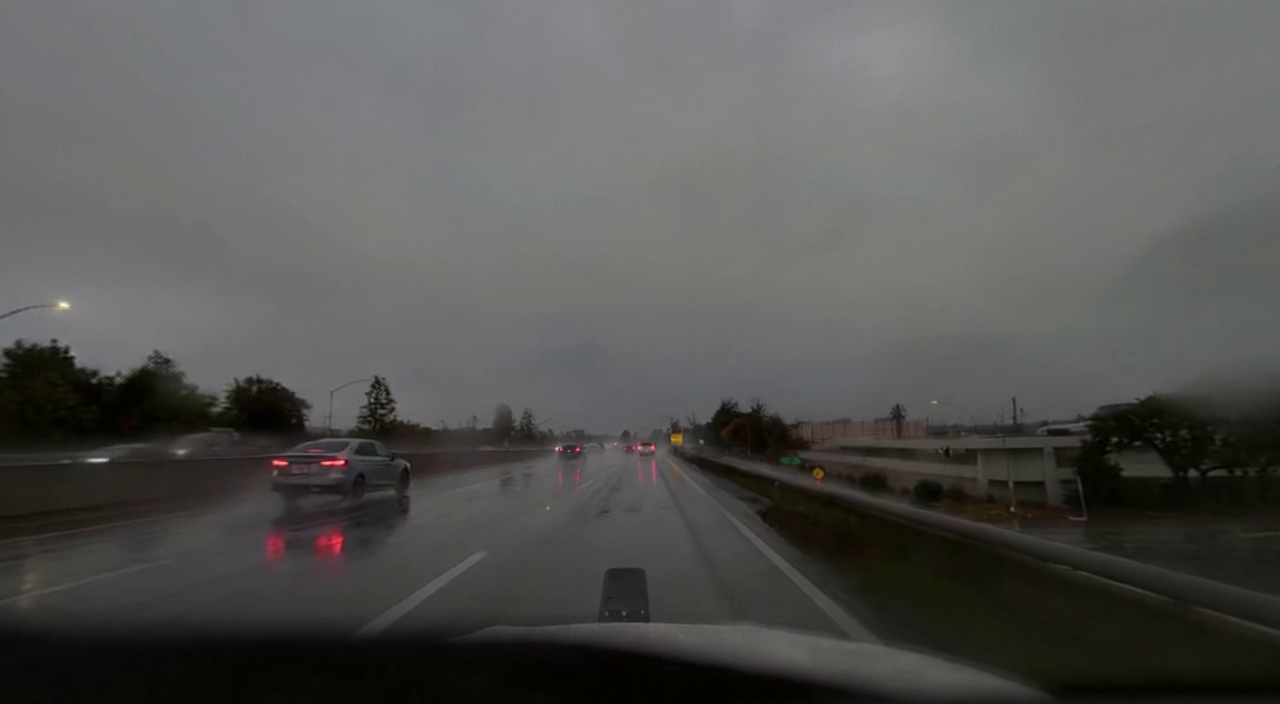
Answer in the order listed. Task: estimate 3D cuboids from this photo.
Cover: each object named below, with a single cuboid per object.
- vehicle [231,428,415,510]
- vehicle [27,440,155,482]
[{"bbox_3d":[-7.322,2.744,15.243,2.088,1.678,4.426,0,-8,1],"label":"vehicle"},{"bbox_3d":[-28.485,5.650,33.029,2.080,1.998,5.075,0,-8,0],"label":"vehicle"}]
